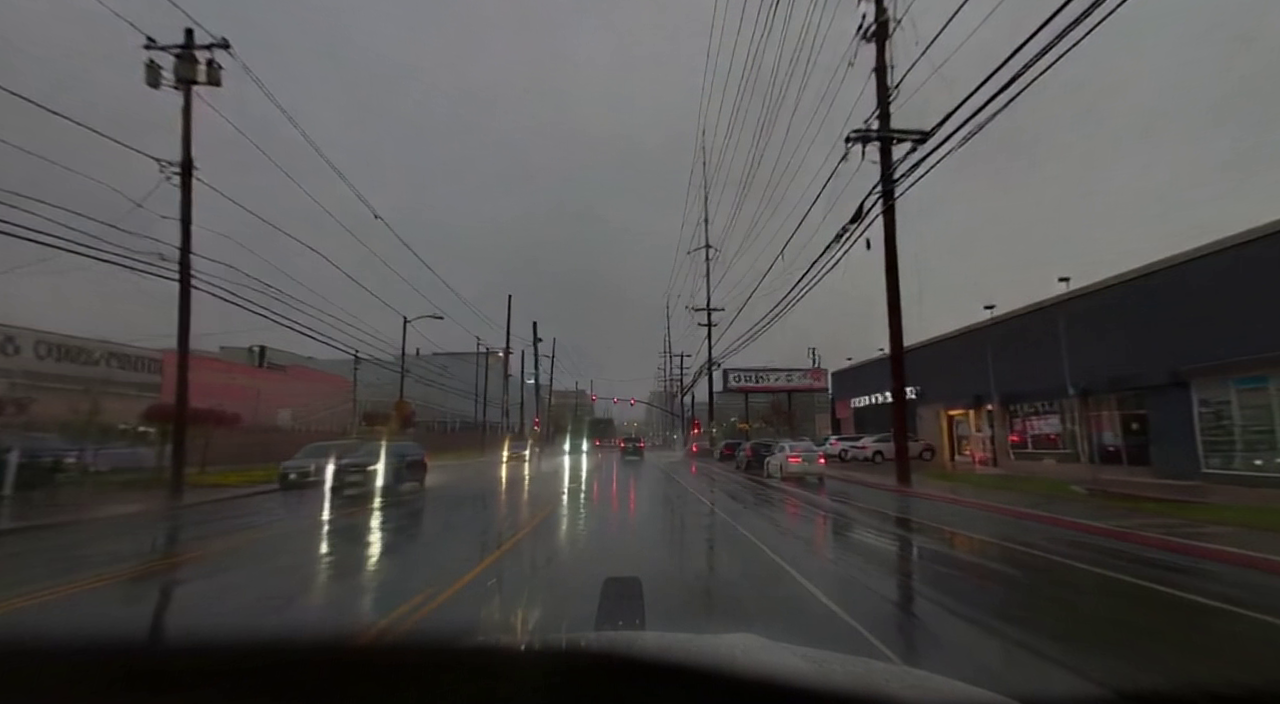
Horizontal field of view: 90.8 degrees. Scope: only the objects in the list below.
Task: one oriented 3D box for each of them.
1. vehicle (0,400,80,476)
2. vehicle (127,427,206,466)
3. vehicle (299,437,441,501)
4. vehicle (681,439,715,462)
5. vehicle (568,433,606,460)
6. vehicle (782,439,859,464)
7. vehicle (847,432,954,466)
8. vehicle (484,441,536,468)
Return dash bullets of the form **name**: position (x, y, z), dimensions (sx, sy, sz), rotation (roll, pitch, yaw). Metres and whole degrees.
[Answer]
- **vehicle**: position (-32.241, 4.555, 33.362), dimensions (3.976, 3.736, 2.624), rotation (-6, -11, 33)
- **vehicle**: position (-33.069, 6.628, 44.206), dimensions (3.915, 2.641, 1.656), rotation (1, -9, -3)
- **vehicle**: position (-7.282, 3.191, 17.677), dimensions (1.952, 1.536, 4.623), rotation (0, -8, 0)
- **vehicle**: position (4.038, 6.964, 44.775), dimensions (1.926, 1.482, 4.442), rotation (0, -8, -1)
- **vehicle**: position (-3.910, 7.073, 47.356), dimensions (2.277, 1.904, 5.583), rotation (0, -8, 1)
- **vehicle**: position (11.298, 6.261, 39.705), dimensions (4.238, 1.464, 1.862), rotation (0, -9, 2)
- **vehicle**: position (15.077, 5.617, 36.768), dimensions (5.307, 1.877, 2.052), rotation (0, -8, -1)
- **vehicle**: position (-7.435, 5.916, 36.631), dimensions (2.020, 1.479, 4.612), rotation (0, -8, 0)
